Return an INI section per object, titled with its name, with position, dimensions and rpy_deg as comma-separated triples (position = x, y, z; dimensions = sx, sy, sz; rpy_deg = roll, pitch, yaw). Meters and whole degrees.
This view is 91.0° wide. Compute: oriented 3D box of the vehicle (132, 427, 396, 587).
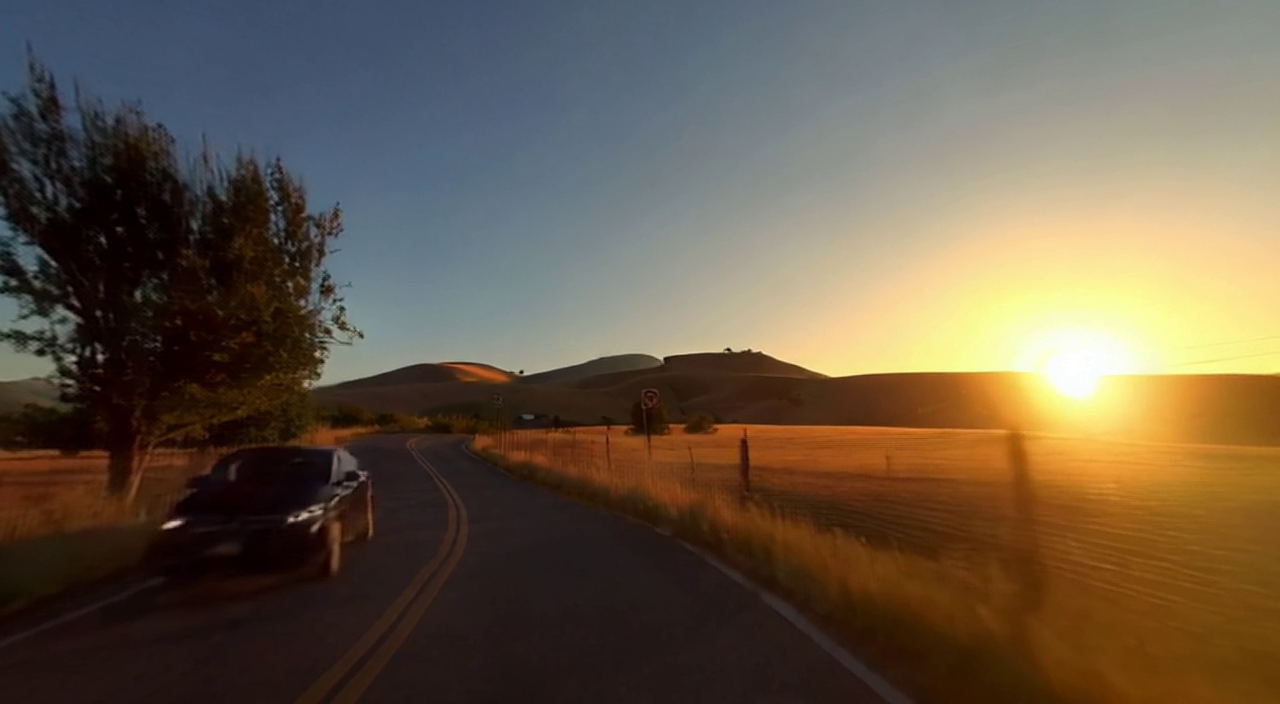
[vehicle]
position = -5.023, 2.025, 9.203
dimensions = 2.075, 1.562, 4.241
rpy_deg = -3, -8, -13
